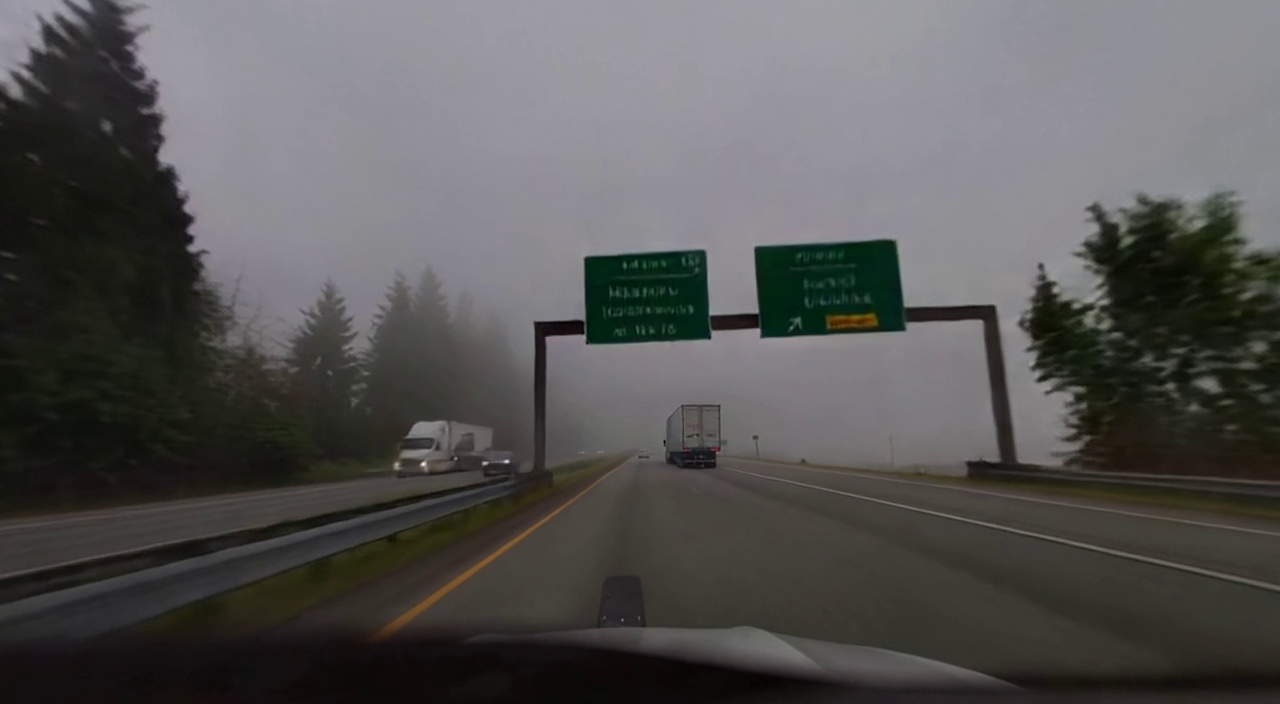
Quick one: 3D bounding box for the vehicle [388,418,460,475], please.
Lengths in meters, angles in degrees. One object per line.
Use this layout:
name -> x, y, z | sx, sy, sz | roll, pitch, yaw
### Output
vehicle -> -15.671, 6.926, 46.263 | 3.090, 3.886, 6.253 | 0, -9, -1

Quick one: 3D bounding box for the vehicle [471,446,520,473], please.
vehicle -> -8.926, 6.692, 39.293 | 1.916, 1.557, 4.401 | 0, -9, 1

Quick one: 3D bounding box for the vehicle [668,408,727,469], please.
vehicle -> 3.992, 6.616, 47.499 | 2.955, 3.825, 14.115 | 0, -9, -1
